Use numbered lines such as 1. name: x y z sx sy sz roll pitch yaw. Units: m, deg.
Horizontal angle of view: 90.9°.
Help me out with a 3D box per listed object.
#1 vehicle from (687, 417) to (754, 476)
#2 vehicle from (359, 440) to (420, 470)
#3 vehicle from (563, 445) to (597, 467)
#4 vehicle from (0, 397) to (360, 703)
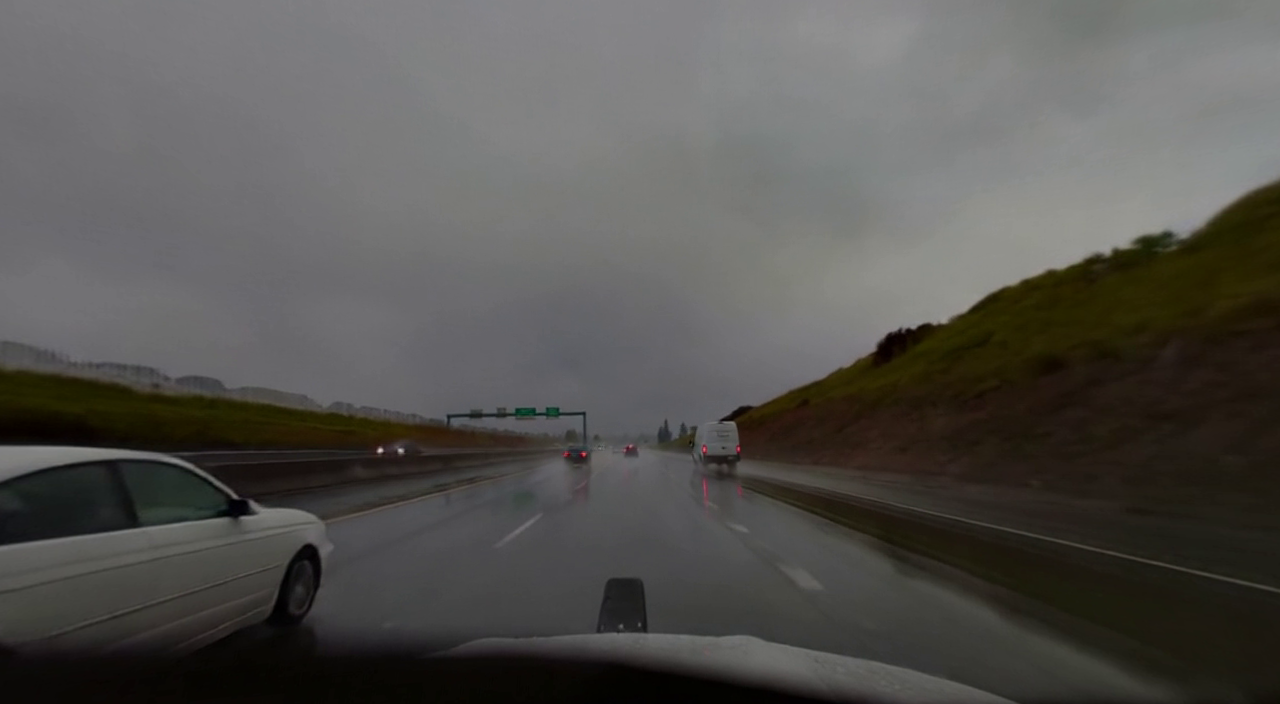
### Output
1. vehicle: 3.836 4.702 31.248 2.361 2.636 5.684 0 -9 -1
2. vehicle: -15.459 6.396 39.133 1.931 1.721 4.375 0 -9 0
3. vehicle: -4.342 7.621 46.131 2.054 1.529 4.368 0 -9 0
4. vehicle: -3.394 1.035 2.983 1.939 1.513 4.773 0 -9 0
